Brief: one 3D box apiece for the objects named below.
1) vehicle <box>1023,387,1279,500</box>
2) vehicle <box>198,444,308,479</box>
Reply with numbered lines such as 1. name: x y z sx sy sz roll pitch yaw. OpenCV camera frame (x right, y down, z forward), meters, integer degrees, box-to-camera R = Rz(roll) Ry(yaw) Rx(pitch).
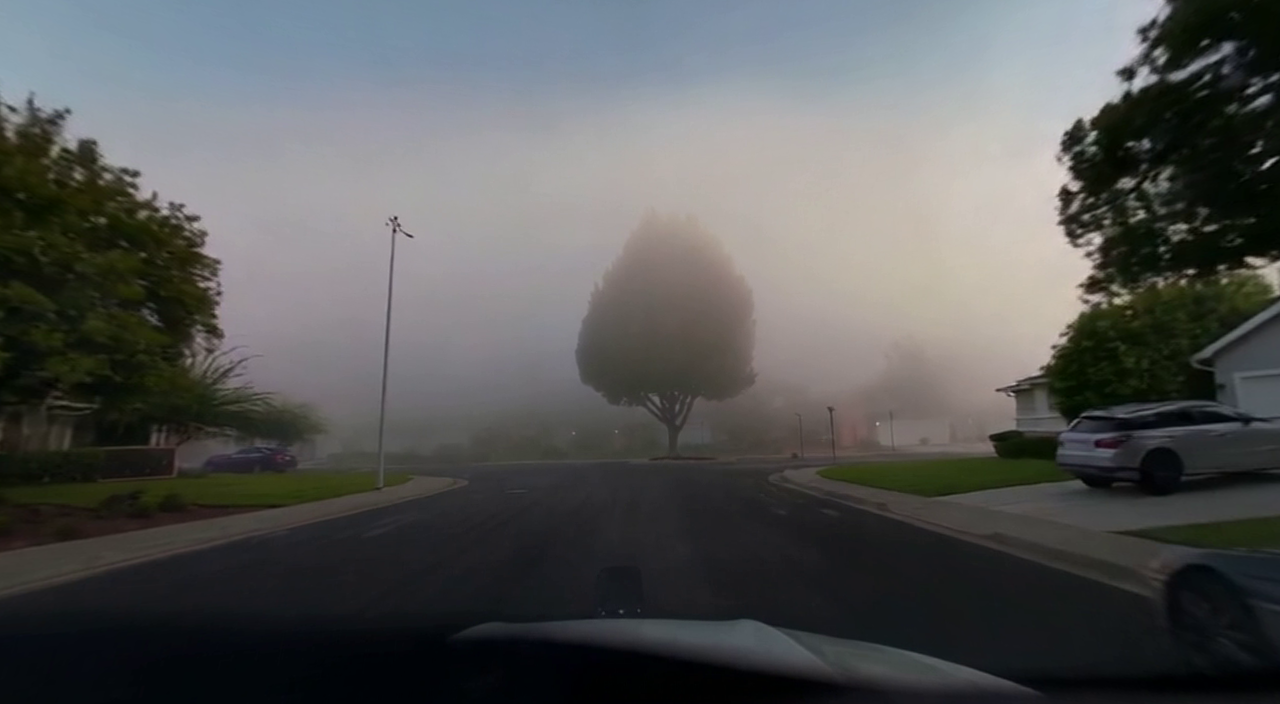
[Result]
1. vehicle: 10.627 1.721 12.224 4.888 1.807 2.224 -3 -8 0
2. vehicle: -20.876 5.919 34.227 4.594 1.778 2.055 0 -8 0
